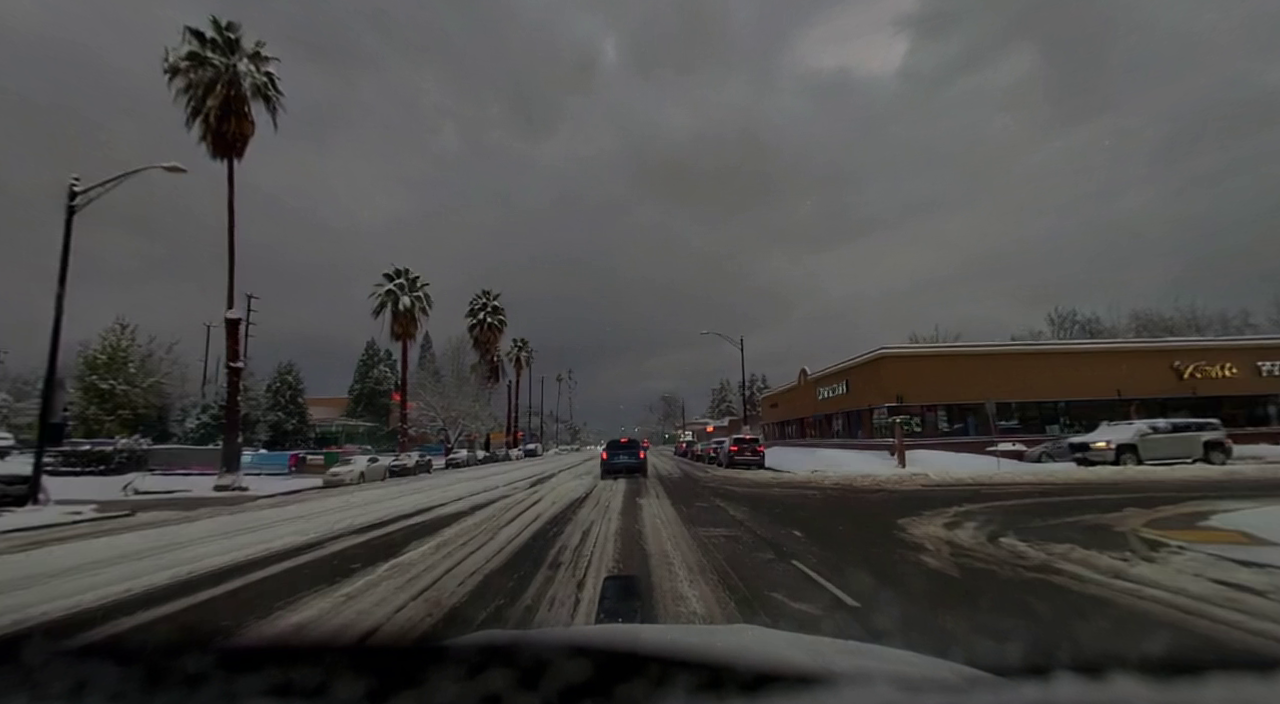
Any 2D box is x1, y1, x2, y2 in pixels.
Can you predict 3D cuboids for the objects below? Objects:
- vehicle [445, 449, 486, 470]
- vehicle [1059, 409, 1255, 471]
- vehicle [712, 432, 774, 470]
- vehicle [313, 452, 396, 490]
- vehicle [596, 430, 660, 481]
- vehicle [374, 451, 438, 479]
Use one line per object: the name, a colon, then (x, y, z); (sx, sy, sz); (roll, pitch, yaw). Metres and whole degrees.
vehicle: (-13.344, 8.212, 48.371); (1.840, 1.521, 4.450); (0, -8, 1)
vehicle: (19.050, 3.296, 23.428); (5.096, 2.029, 2.324); (-2, -9, 0)
vehicle: (5.574, 5.491, 34.974); (2.430, 1.924, 5.779); (0, -8, 0)
vehicle: (-13.263, 5.523, 29.572); (1.881, 1.484, 4.565); (-3, -8, -1)
vehicle: (-0.433, 3.903, 23.930); (2.239, 1.763, 4.096); (0, -8, -1)
vehicle: (-13.337, 6.447, 36.147); (1.968, 1.472, 4.345); (0, -8, 1)
